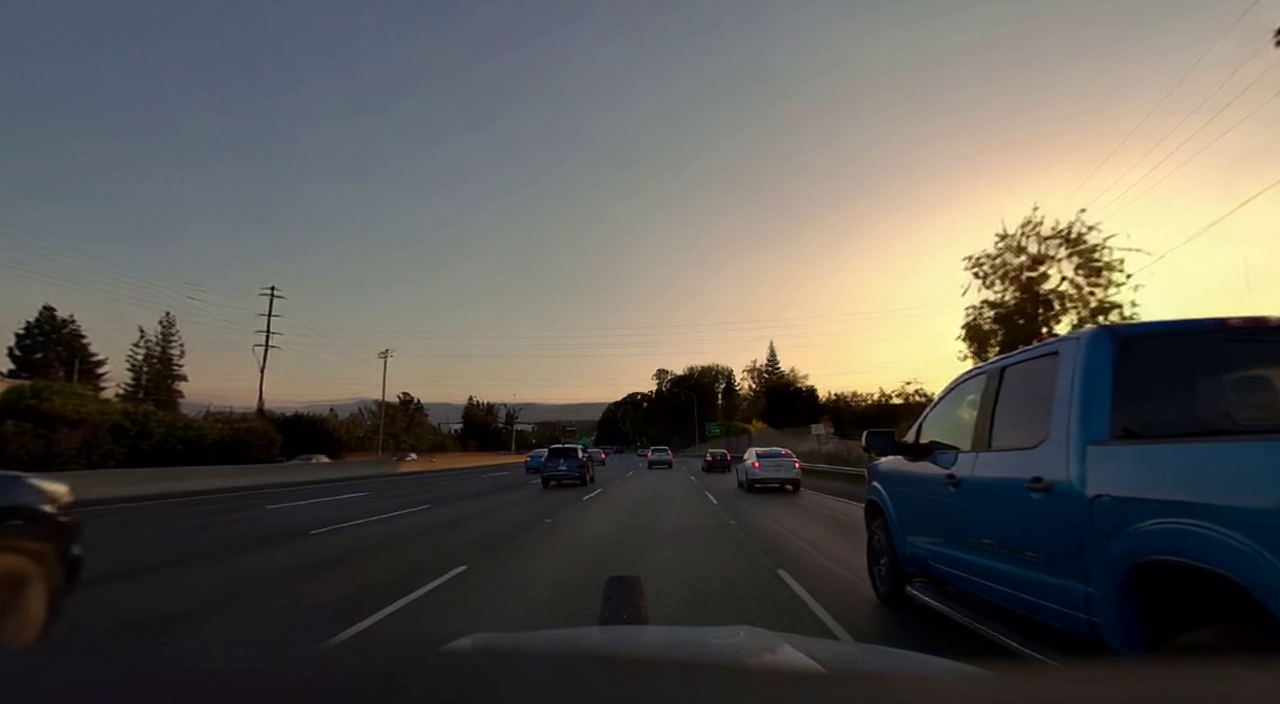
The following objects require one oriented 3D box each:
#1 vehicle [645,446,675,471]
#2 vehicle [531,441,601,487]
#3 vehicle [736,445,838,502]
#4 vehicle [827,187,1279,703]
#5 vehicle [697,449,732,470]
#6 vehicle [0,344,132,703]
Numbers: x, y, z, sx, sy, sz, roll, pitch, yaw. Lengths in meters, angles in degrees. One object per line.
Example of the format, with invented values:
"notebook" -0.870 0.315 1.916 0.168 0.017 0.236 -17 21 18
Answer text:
"vehicle" 1.413 7.527 44.838 2.080 1.682 4.150 0 -8 2
"vehicle" -3.005 4.664 26.660 2.209 1.714 4.576 -1 -8 3
"vehicle" 4.325 3.623 19.342 2.111 1.498 4.466 0 -8 1
"vehicle" 3.459 0.856 3.646 3.024 2.092 6.797 -1 -8 3
"vehicle" 5.454 7.909 46.657 2.072 1.456 4.537 0 -8 1
"vehicle" -3.974 0.622 1.137 2.146 1.775 4.553 -1 -8 3
